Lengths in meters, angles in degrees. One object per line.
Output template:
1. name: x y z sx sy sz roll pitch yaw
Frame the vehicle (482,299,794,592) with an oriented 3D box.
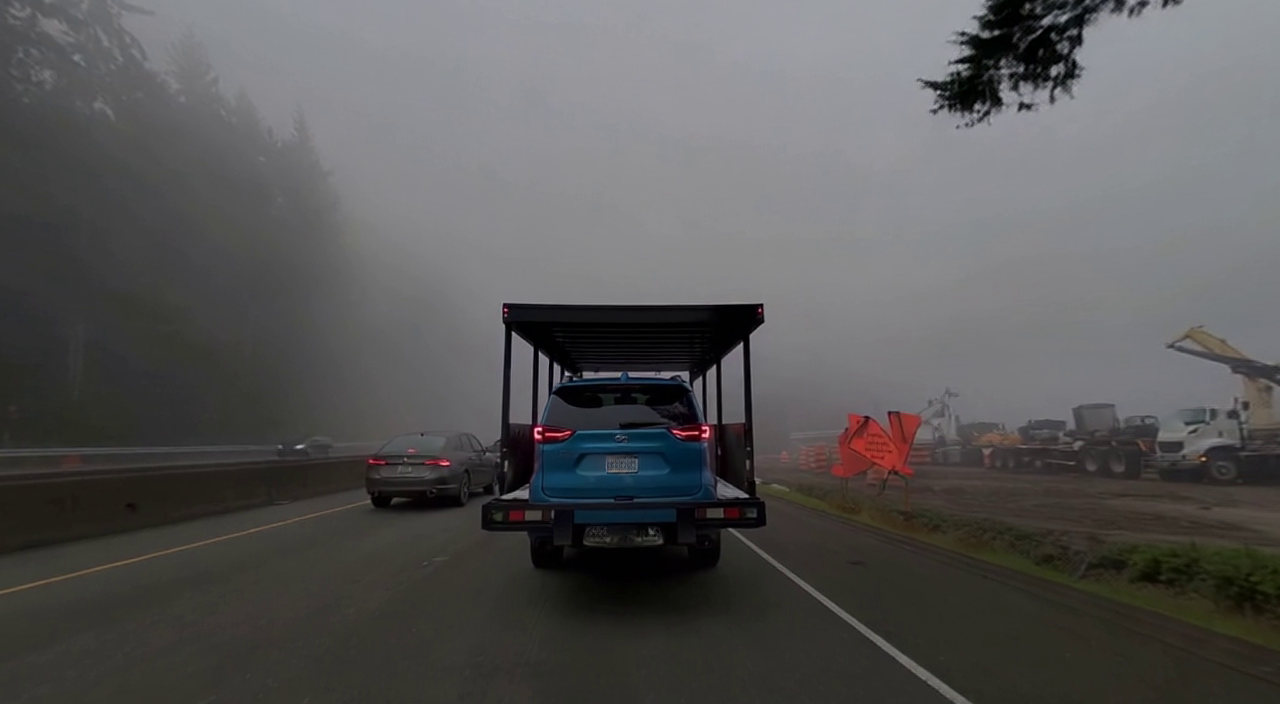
1. vehicle: -0.203 1.584 10.867 2.735 2.597 10.435 0 -9 -2

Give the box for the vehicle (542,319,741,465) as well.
1. vehicle: -0.077 0.781 9.261 2.156 1.604 4.680 0 -9 -2

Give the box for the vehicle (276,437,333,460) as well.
1. vehicle: -23.380 6.771 44.220 1.826 1.485 4.128 0 -9 -3

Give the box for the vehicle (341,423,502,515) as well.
1. vehicle: -4.511 2.487 13.919 2.057 1.665 4.572 0 -9 -2
